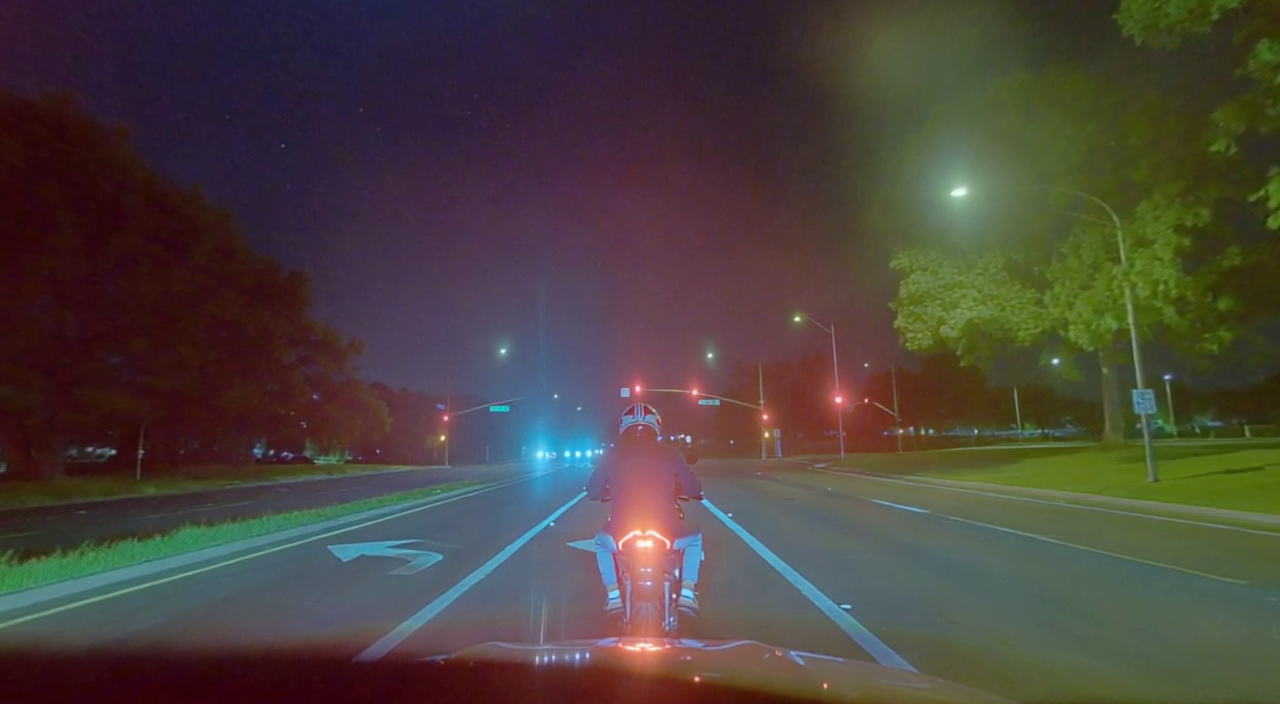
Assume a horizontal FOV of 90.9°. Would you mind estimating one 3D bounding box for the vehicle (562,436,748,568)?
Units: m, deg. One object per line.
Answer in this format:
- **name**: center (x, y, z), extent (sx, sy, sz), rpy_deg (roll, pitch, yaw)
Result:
- **vehicle**: center (0.127, 2.022, 9.406), extent (2.093, 1.450, 4.437), rpy_deg (0, -8, -1)
